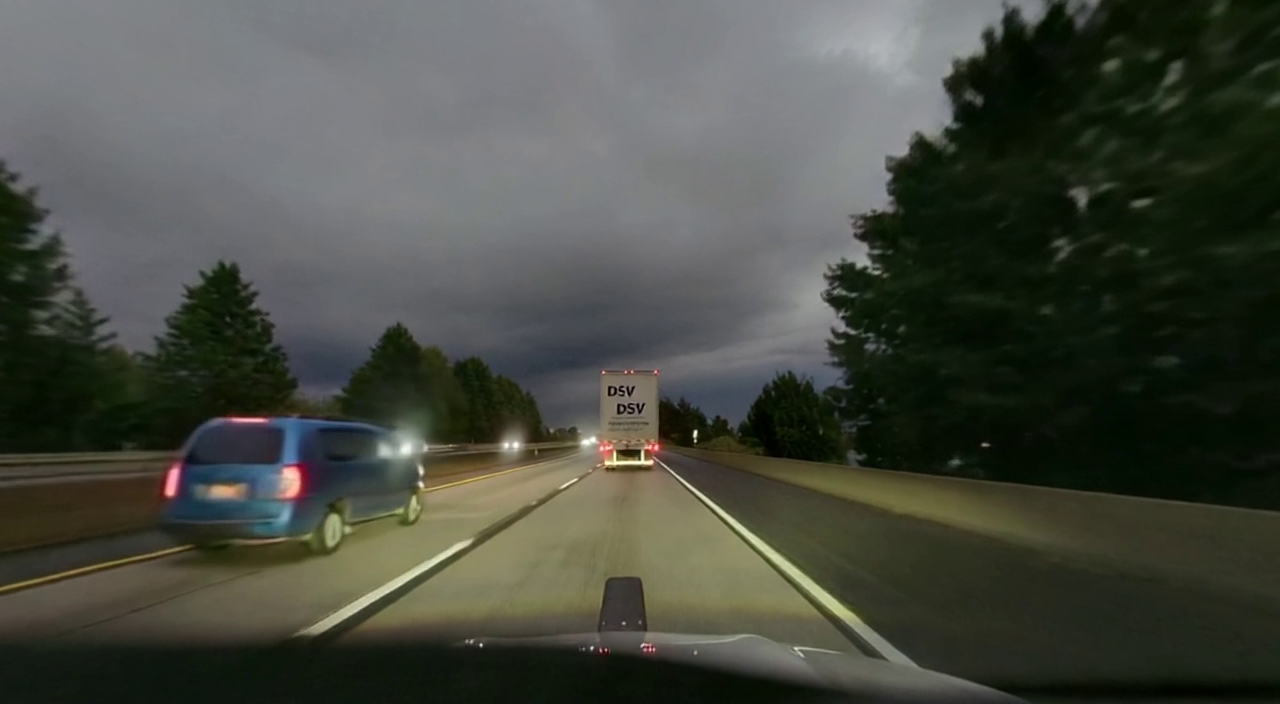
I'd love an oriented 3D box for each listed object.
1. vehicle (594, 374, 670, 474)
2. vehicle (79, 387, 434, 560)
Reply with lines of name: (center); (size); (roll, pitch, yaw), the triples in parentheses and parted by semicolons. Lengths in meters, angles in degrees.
vehicle: (-0.440, 3.551, 30.090); (2.969, 3.957, 10.270); (0, -8, -1)
vehicle: (-4.725, 1.577, 8.848); (2.086, 1.778, 4.544); (0, -8, 0)
